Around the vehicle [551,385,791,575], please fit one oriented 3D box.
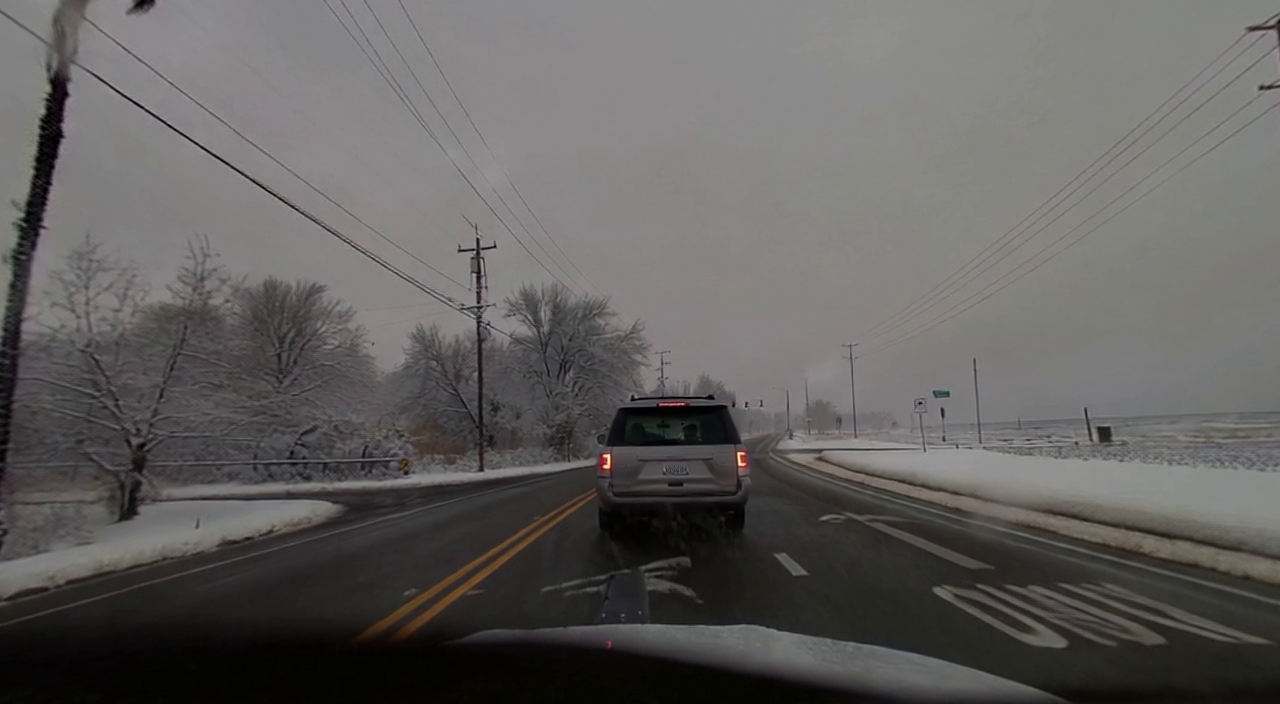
[{"bbox_3d":[0.234,1.593,8.570,2.364,1.859,4.538,0,-9,-2],"label":"vehicle"}]
